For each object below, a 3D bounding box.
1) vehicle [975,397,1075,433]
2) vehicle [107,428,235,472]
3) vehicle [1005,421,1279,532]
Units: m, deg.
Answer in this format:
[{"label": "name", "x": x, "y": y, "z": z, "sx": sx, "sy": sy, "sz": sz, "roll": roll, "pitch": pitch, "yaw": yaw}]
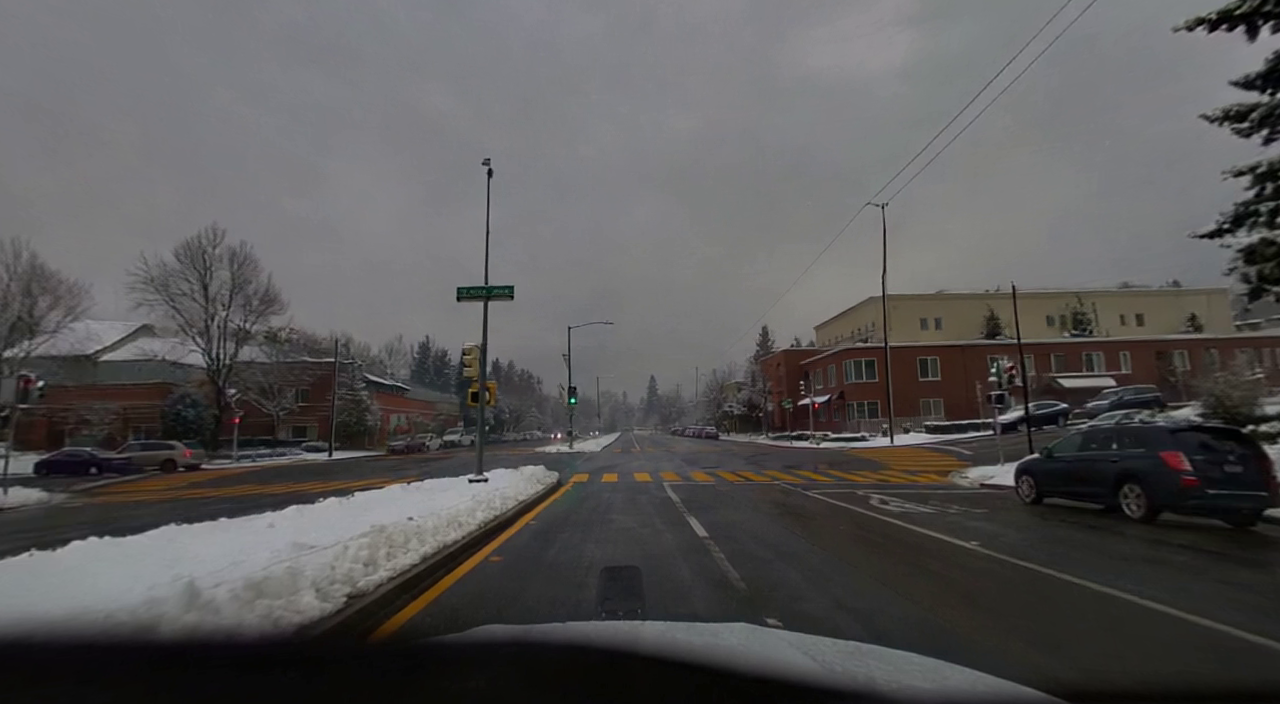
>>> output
[{"label": "vehicle", "x": 22.029, "y": 3.577, "z": 36.233, "sx": 4.531, "sy": 1.753, "sz": 1.964, "roll": -2, "pitch": -2, "yaw": -5}, {"label": "vehicle", "x": -26.132, "y": 5.473, "z": 35.344, "sx": 5.229, "sy": 2.299, "sz": 2.366, "roll": 0, "pitch": -8, "yaw": 1}, {"label": "vehicle", "x": 9.525, "y": 2.290, "z": 12.279, "sx": 1.998, "sy": 1.725, "sz": 4.564, "roll": 0, "pitch": -8, "yaw": -1}]
